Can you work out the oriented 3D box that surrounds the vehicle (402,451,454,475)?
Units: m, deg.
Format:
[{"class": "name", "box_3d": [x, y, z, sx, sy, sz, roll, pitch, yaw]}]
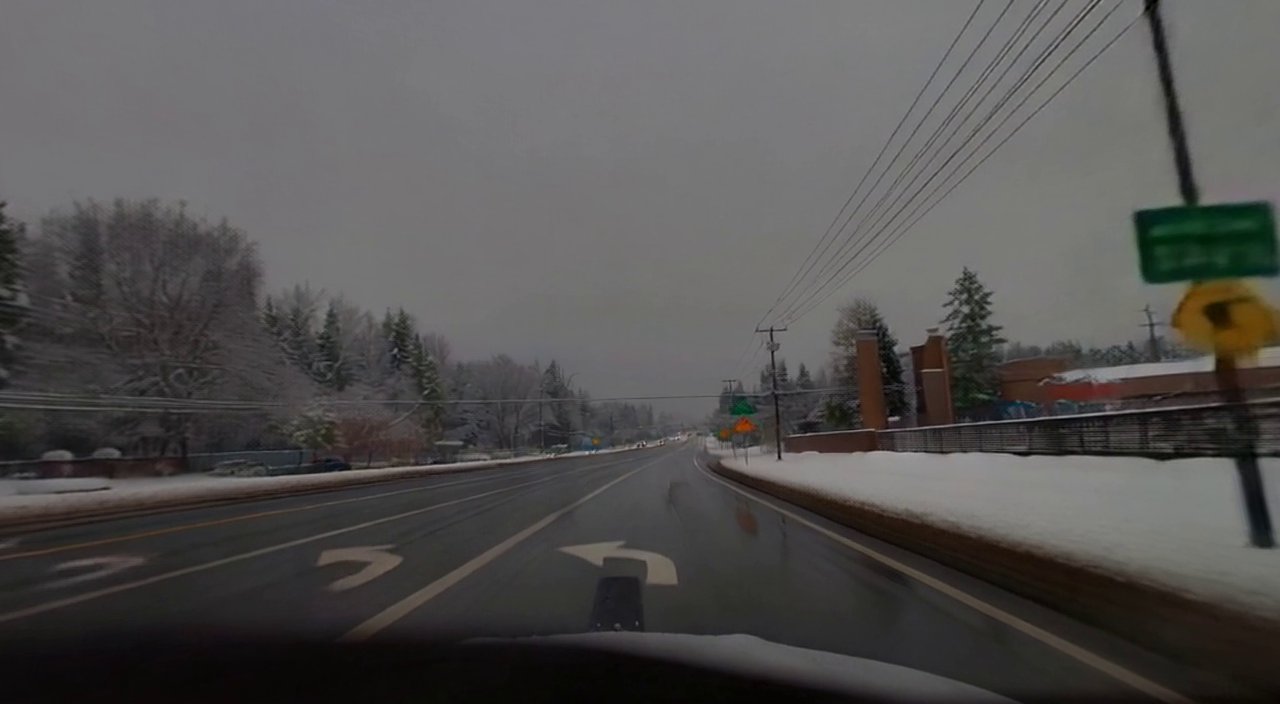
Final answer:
[{"class": "vehicle", "box_3d": [-14.390, 7.519, 43.142, 1.887, 1.478, 4.471, 0, -8, 1]}]
